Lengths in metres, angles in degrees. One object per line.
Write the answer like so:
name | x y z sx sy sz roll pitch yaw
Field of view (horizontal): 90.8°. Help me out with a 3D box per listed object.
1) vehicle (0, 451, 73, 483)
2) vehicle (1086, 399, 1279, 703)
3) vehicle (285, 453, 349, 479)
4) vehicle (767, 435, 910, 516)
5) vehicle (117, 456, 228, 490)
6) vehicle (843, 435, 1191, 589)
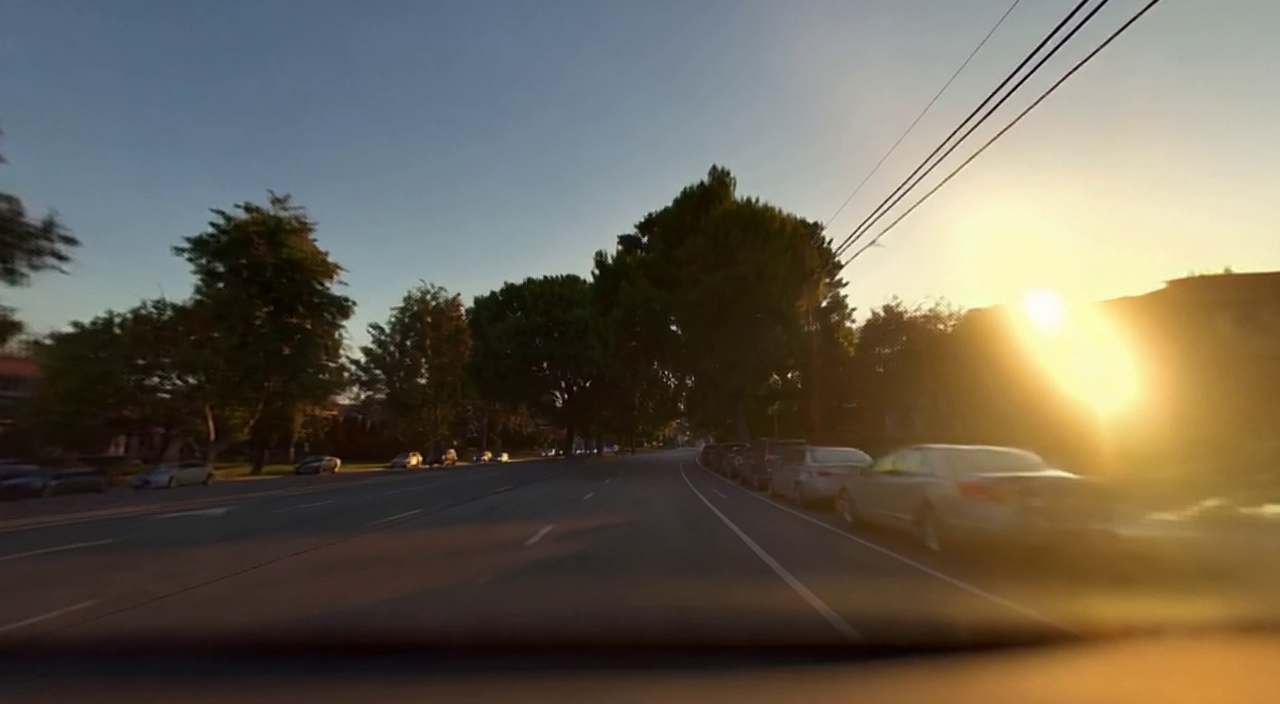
vehicle | -33.682 6.161 34.064 4.374 1.649 1.943 -1 -9 2
vehicle | 4.230 0.922 2.515 1.876 1.578 4.323 -1 -9 3
vehicle | -22.913 8.070 45.016 1.950 1.466 4.728 -2 -7 2
vehicle | 4.339 2.756 14.645 1.794 1.560 4.429 0 -9 -1
vehicle | -23.379 6.060 31.861 1.915 1.492 4.565 -1 -9 4
vehicle | 4.346 1.871 8.332 1.788 1.452 4.424 0 -9 -1
